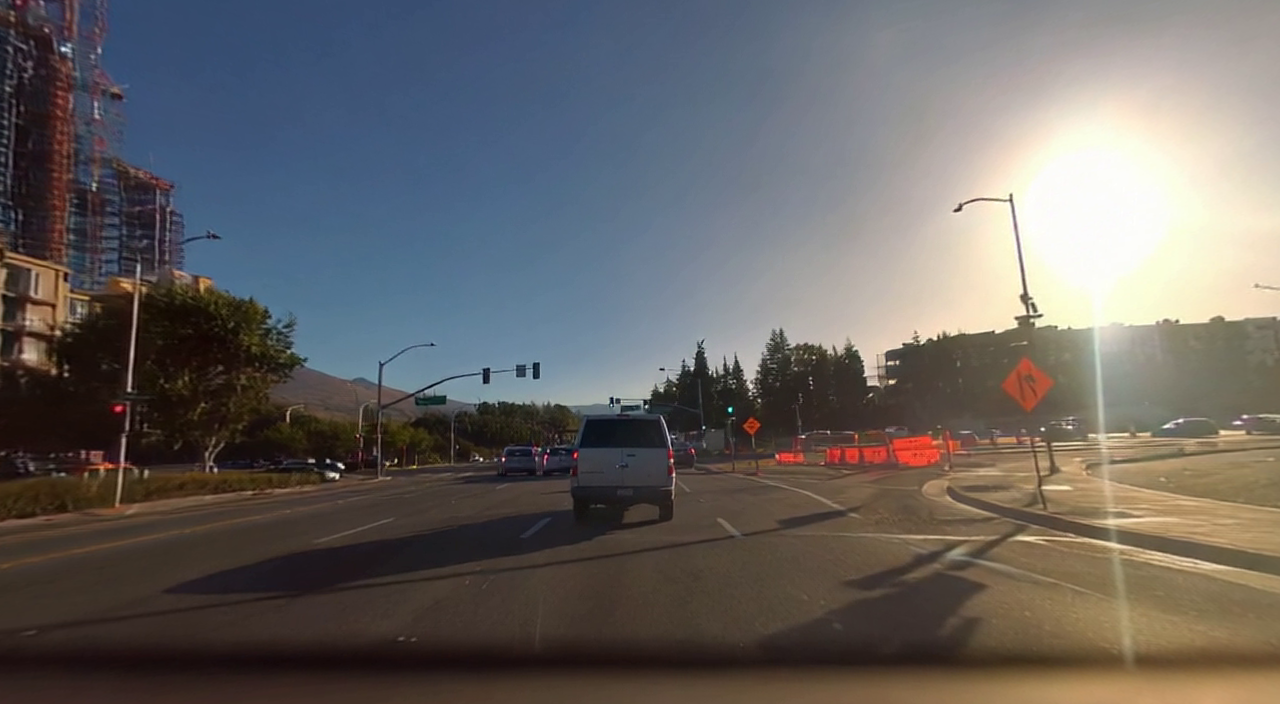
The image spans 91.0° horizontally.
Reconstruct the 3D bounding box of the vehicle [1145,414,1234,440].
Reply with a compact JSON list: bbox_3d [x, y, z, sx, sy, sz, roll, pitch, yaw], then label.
[{"bbox_3d":[39.225,5.349,45.104,4.556,1.639,2.002,-2,-8,34],"label":"vehicle"}]

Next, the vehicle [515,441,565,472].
[{"bbox_3d":[-6.027,6.367,38.476,2.068,1.750,4.361,-1,-8,3],"label":"vehicle"}]

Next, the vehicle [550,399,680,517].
[{"bbox_3d":[-0.443,2.358,14.422,2.350,2.122,5.801,0,-8,0],"label":"vehicle"}]

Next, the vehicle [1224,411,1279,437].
[{"bbox_3d":[45.389,5.162,45.300,4.522,1.786,2.023,-6,-10,35],"label":"vehicle"}]

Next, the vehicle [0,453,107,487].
[{"bbox_3d":[-36.279,7.122,38.064,5.755,1.945,2.403,0,-8,-2],"label":"vehicle"}]
